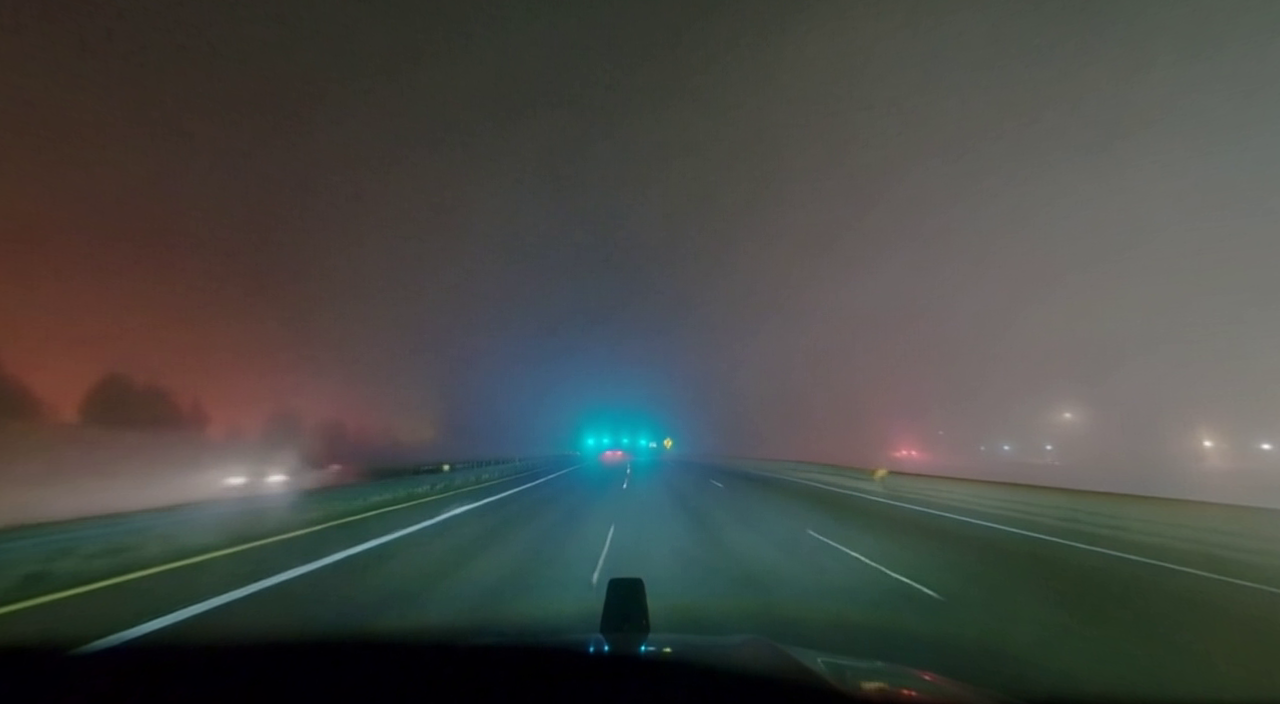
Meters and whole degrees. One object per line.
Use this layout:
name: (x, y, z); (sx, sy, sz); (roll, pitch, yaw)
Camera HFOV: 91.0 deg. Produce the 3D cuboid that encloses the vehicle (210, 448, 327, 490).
vehicle: (-15.277, 4.814, 26.221); (2.046, 1.530, 4.596); (0, -8, 0)
